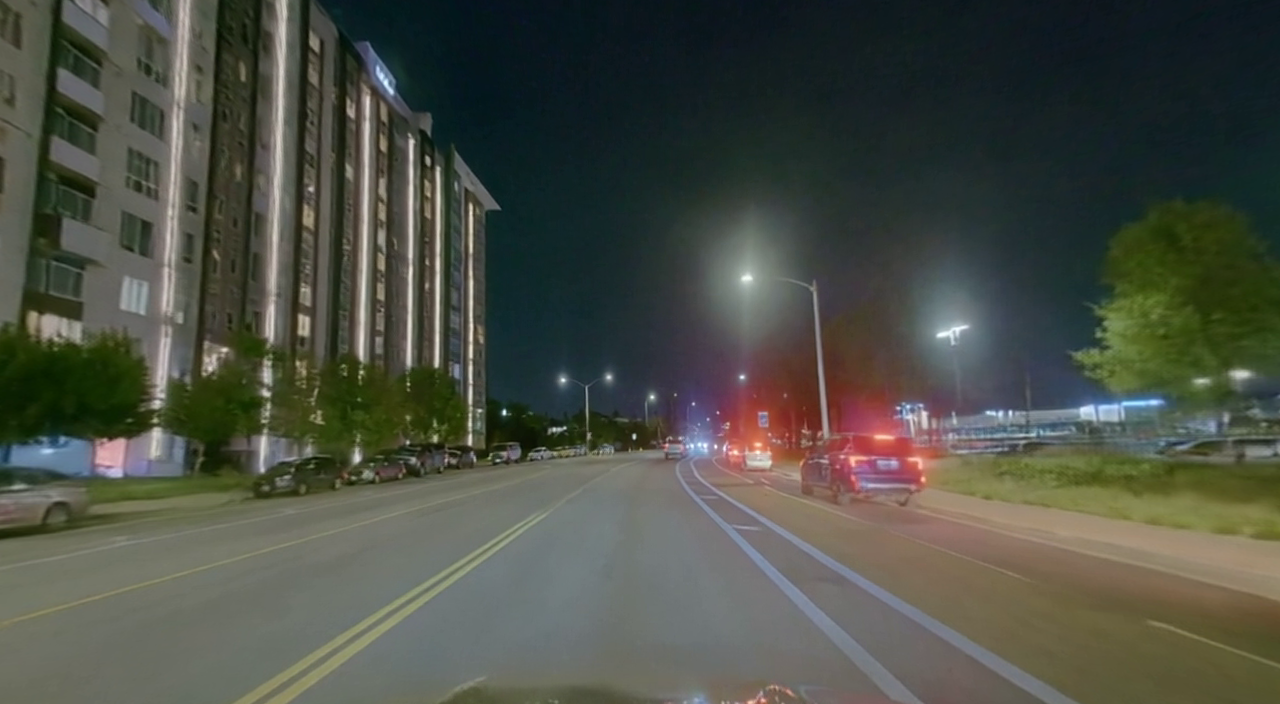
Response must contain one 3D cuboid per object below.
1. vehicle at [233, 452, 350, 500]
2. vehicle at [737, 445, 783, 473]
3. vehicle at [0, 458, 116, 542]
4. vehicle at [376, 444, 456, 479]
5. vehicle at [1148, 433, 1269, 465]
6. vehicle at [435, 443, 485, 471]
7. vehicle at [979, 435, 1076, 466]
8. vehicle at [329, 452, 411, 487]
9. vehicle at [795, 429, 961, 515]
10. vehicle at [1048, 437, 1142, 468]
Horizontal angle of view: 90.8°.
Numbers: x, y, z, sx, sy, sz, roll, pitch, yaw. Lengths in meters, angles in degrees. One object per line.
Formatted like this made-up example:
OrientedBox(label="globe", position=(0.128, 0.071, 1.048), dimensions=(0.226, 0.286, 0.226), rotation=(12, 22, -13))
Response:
OrientedBox(label="vehicle", position=(-12.259, 4.350, 22.529), dimensions=(1.926, 1.499, 3.869), rotation=(0, -8, 0))
OrientedBox(label="vehicle", position=(6.689, 5.990, 35.714), dimensions=(1.947, 1.487, 4.549), rotation=(0, -8, 3))
OrientedBox(label="vehicle", position=(-12.602, 2.739, 11.611), dimensions=(1.889, 1.461, 4.608), rotation=(0, -8, 2))
OrientedBox(label="vehicle", position=(-12.450, 6.112, 35.654), dimensions=(2.290, 1.799, 5.801), rotation=(0, -8, 2))
OrientedBox(label="vehicle", position=(28.412, 4.873, 31.817), dimensions=(1.790, 1.460, 4.515), rotation=(0, -8, -2))
OrientedBox(label="vehicle", position=(-12.214, 7.146, 43.235), dimensions=(2.001, 1.836, 4.471), rotation=(0, -8, 2))
OrientedBox(label="vehicle", position=(19.797, 5.060, 32.545), dimensions=(2.008, 1.489, 4.775), rotation=(0, -8, 1))
OrientedBox(label="vehicle", position=(-12.347, 5.361, 29.205), dimensions=(1.723, 1.418, 4.359), rotation=(0, -8, 2))
OrientedBox(label="vehicle", position=(5.642, 2.906, 15.943), dimensions=(2.102, 1.781, 5.470), rotation=(0, -8, 1))
OrientedBox(label="vehicle", position=(22.764, 5.041, 31.790), dimensions=(1.797, 1.425, 3.794), rotation=(0, -8, -2))
